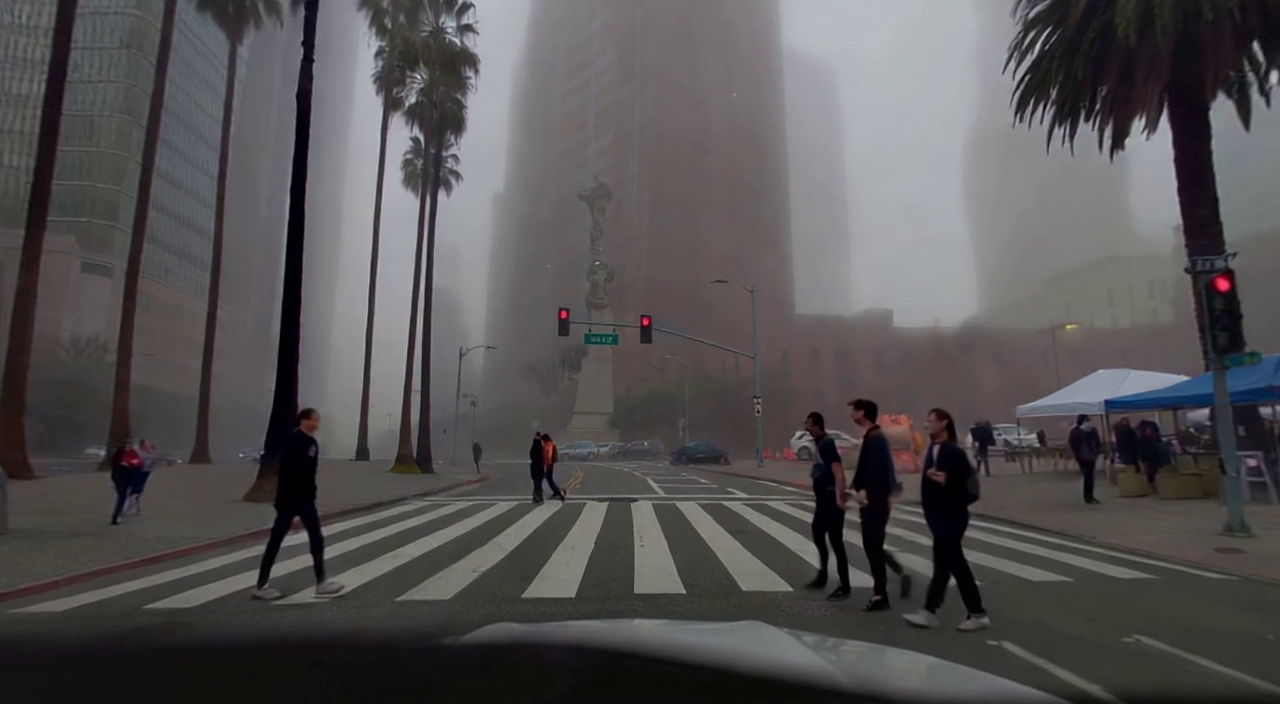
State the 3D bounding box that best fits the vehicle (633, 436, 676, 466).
[{"bbox_3d":[0.981,7.279,46.553,2.322,2.071,5.366,1,-9,-9],"label":"vehicle"}]
